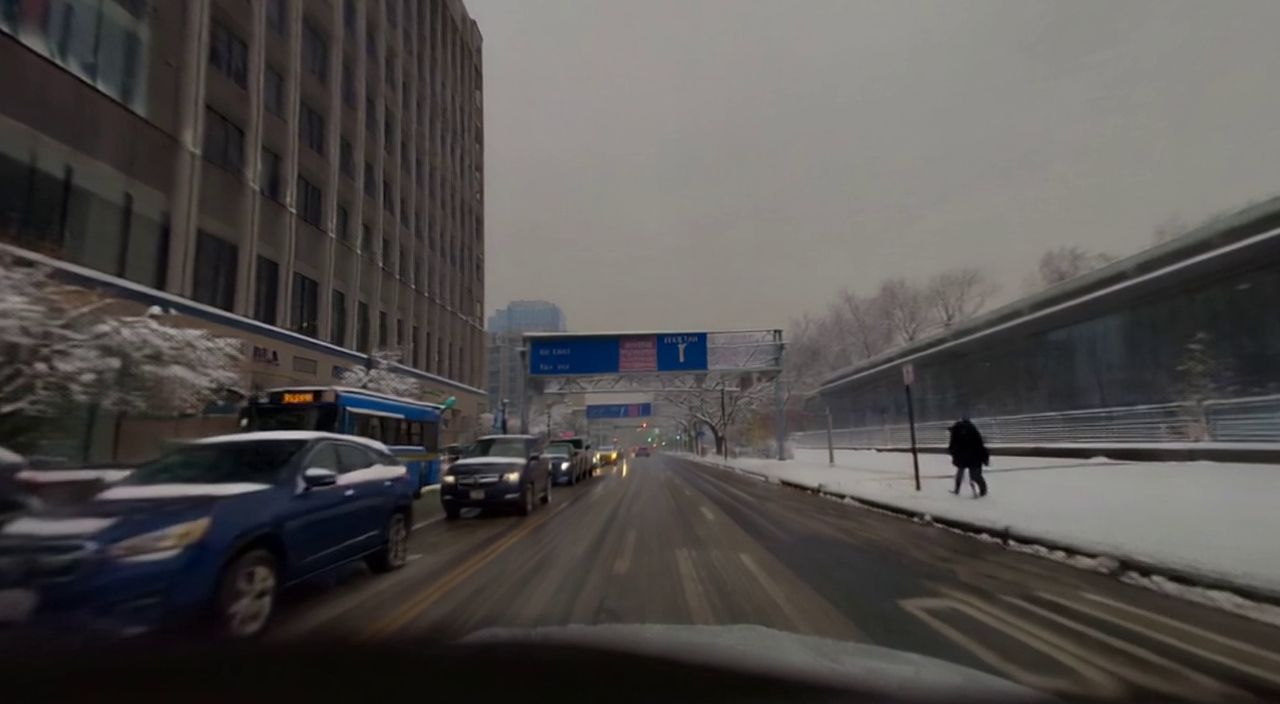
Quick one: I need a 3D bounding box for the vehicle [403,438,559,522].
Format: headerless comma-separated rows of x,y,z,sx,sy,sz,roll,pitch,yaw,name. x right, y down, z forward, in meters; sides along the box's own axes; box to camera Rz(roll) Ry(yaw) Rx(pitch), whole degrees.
-3.440,2.884,14.858,2.266,1.621,4.783,-1,-8,2,vehicle

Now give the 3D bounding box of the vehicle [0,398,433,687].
-3.836,1.574,6.221,1.982,1.710,4.454,-4,-9,1,vehicle
